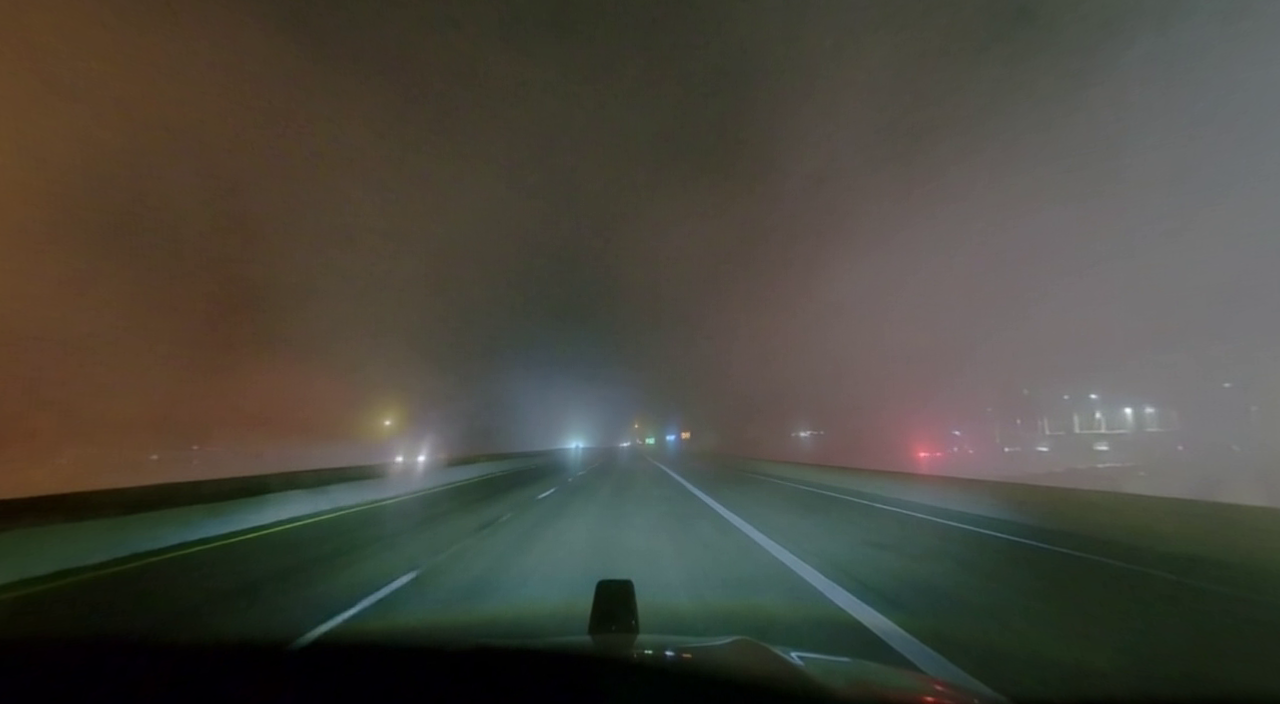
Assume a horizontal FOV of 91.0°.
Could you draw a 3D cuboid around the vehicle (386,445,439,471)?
[{"bbox_3d":[-14.948,6.957,41.520,1.869,1.533,4.317,0,-8,0],"label":"vehicle"}]
